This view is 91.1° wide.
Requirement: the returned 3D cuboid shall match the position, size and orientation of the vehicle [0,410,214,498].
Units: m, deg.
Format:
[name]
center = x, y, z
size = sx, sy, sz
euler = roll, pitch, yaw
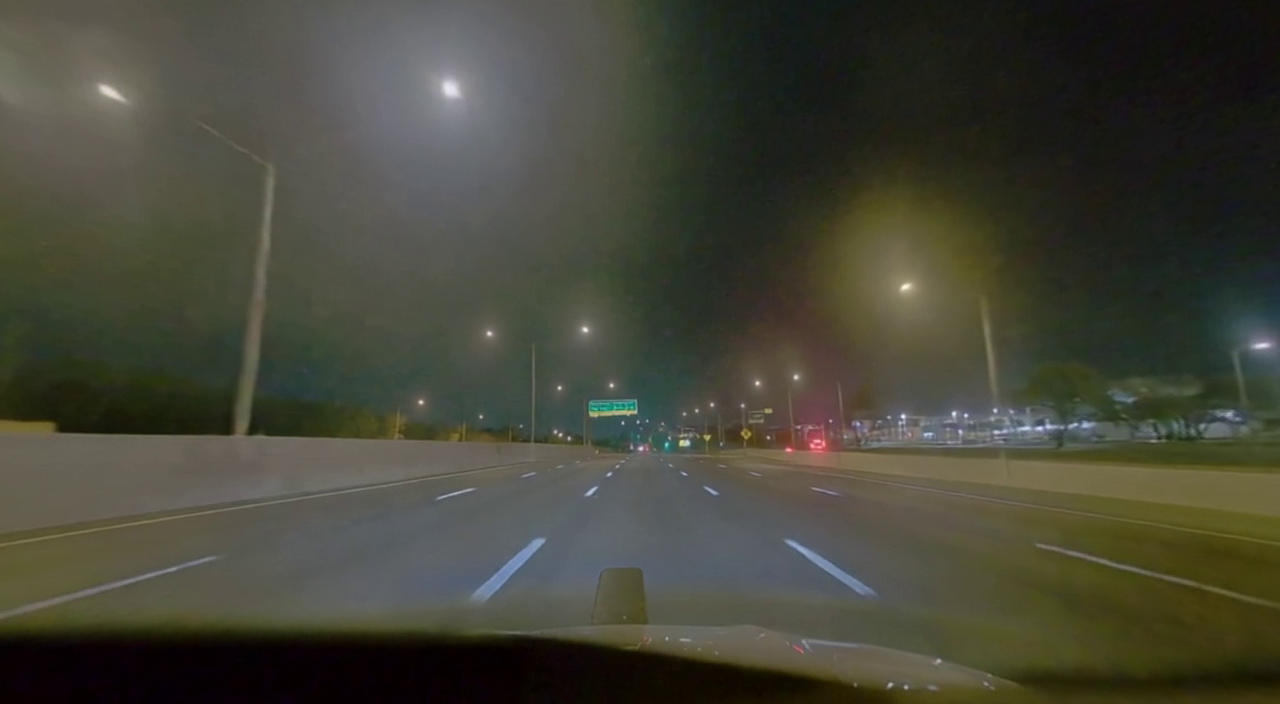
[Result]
[vehicle]
center = -29.321, 4.950, 30.497
size = 2.814, 3.766, 20.399
euler = -1, -9, 1
